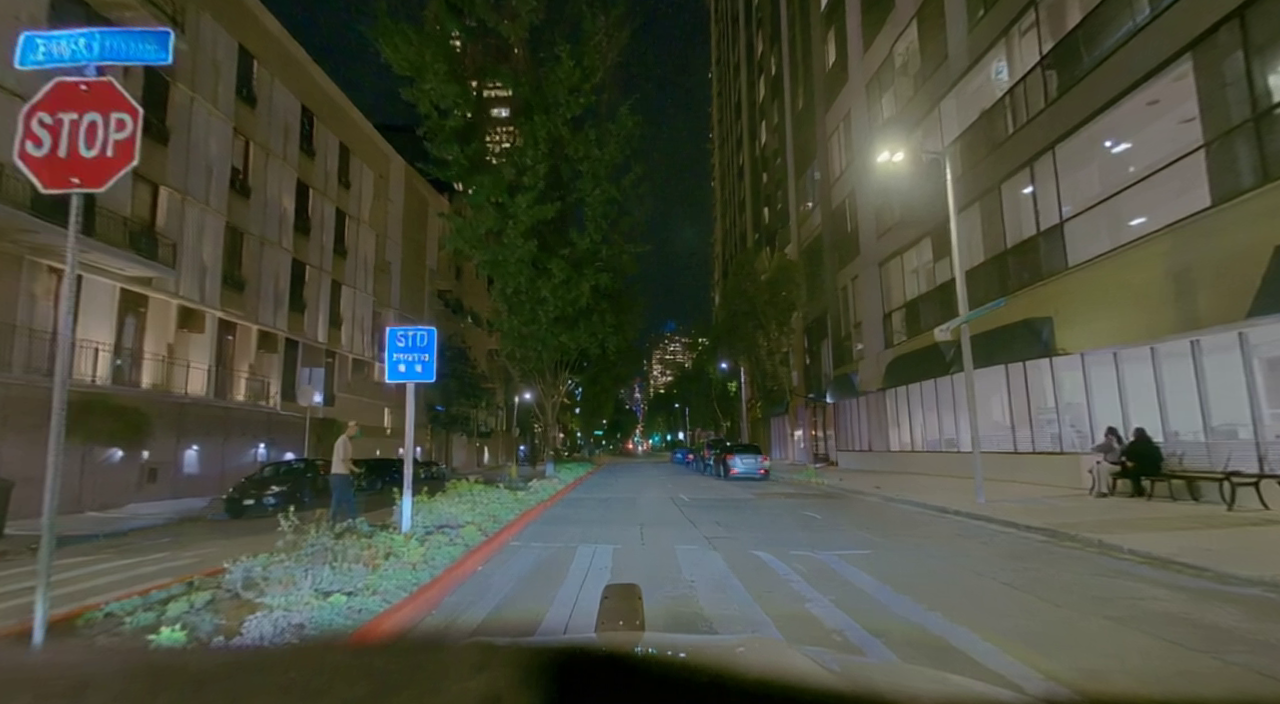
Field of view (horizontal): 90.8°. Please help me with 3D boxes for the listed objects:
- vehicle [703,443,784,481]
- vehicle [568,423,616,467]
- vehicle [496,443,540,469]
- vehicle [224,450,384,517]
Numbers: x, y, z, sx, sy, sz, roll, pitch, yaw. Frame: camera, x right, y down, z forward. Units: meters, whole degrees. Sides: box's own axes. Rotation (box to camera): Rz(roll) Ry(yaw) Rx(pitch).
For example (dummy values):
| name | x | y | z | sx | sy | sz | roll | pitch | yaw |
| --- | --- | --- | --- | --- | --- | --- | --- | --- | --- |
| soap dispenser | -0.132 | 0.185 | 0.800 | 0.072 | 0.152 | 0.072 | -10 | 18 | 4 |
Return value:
| name | x | y | z | sx | sy | sz | roll | pitch | yaw |
| --- | --- | --- | --- | --- | --- | --- | --- | --- | --- |
| vehicle | 4.578 | 4.743 | 27.538 | 1.858 | 1.491 | 4.329 | -5 | -10 | 33 |
| vehicle | -2.973 | 5.997 | 40.620 | 2.317 | 2.596 | 6.053 | 0 | -8 | 3 |
| vehicle | -8.842 | 7.560 | 46.193 | 2.256 | 1.802 | 4.333 | 0 | -8 | 2 |
| vehicle | -8.796 | 3.441 | 17.072 | 2.007 | 1.503 | 4.343 | 0 | -8 | -1 |
